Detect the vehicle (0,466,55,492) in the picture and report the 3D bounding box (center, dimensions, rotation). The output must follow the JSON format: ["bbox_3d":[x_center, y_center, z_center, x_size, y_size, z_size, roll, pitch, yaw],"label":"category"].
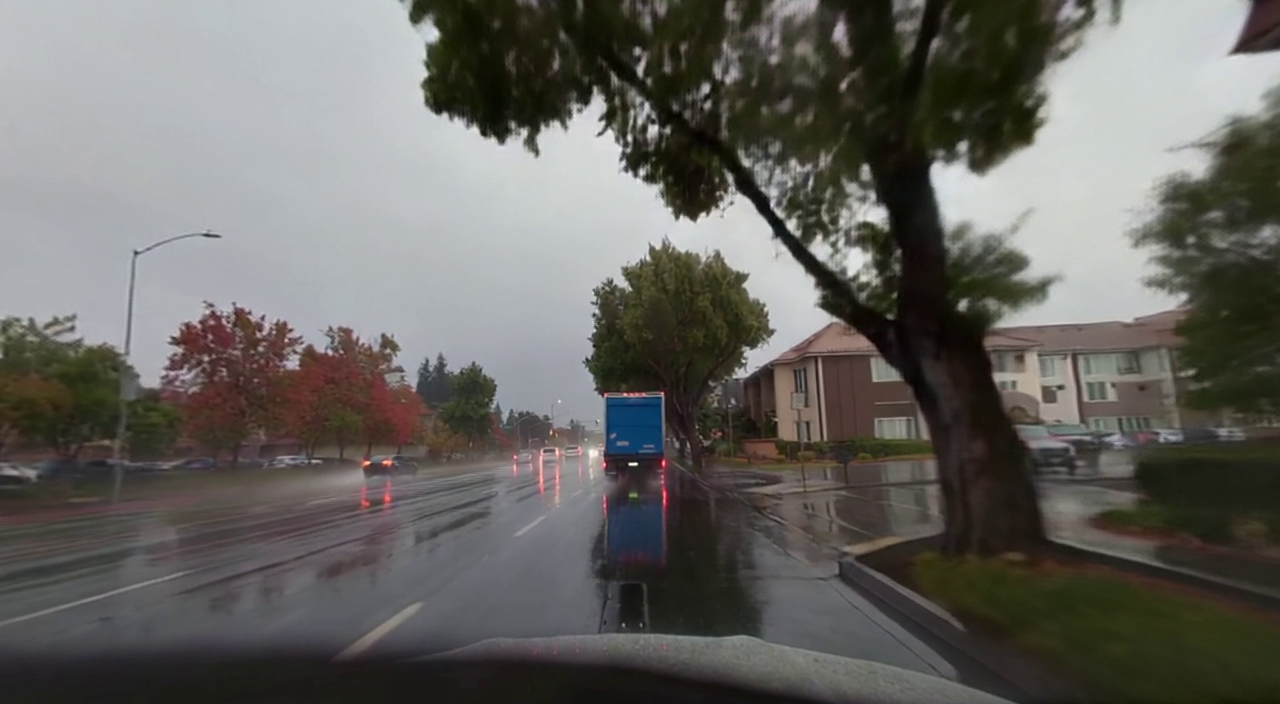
[{"bbox_3d":[-39.186,7.947,39.267,1.645,1.416,3.497,-6,-10,39],"label":"vehicle"}]

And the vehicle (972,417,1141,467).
[{"bbox_3d":[13.770,2.987,20.961,4.321,1.579,1.823,0,-7,1],"label":"vehicle"}]

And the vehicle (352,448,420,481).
[{"bbox_3d":[-14.036,6.214,34.952,1.958,1.672,4.283,0,-9,0],"label":"vehicle"}]

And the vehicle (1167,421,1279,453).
[{"bbox_3d":[26.459,3.867,28.528,3.537,1.393,1.581,0,-9,-1],"label":"vehicle"}]

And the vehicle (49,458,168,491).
[{"bbox_3d":[-33.793,7.799,40.067,5.452,1.994,2.312,0,-9,1],"label":"vehicle"}]

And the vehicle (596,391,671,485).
[{"bbox_3d":[-0.218,4.009,28.969,2.905,3.644,8.807,0,-9,0],"label":"vehicle"}]
